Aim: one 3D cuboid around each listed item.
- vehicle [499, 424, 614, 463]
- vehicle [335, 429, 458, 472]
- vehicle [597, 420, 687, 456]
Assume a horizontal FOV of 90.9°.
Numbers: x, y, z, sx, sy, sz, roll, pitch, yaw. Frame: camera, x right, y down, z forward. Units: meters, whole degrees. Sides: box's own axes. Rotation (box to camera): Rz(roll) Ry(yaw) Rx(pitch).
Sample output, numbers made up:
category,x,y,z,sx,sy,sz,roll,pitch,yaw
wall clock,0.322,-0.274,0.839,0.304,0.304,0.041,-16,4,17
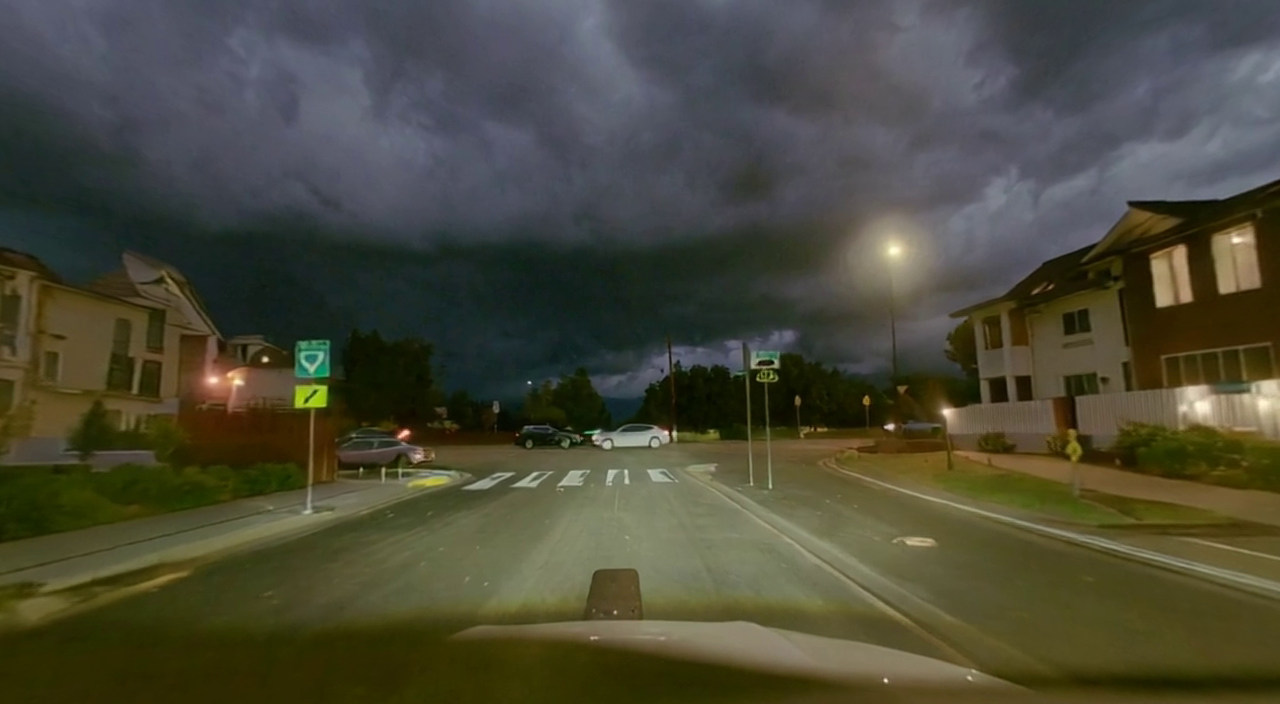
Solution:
category,x,y,z,sx,sy,sz,roll,pitch,yaw
vehicle,-4.115,4.503,31.187,5.181,1.768,2.139,3,-8,-26
vehicle,-10.239,4.166,26.842,4.639,1.700,2.002,2,-8,-17
vehicle,0.122,4.973,36.612,4.863,1.953,2.022,3,-8,-24
